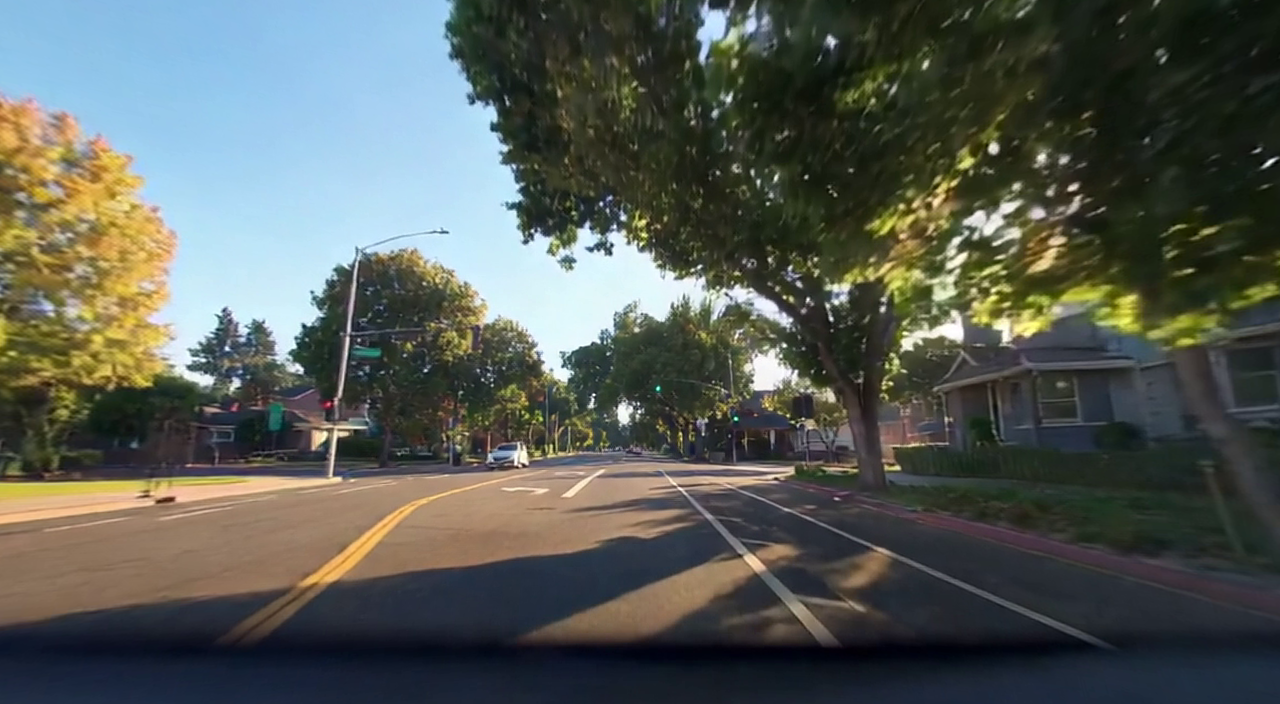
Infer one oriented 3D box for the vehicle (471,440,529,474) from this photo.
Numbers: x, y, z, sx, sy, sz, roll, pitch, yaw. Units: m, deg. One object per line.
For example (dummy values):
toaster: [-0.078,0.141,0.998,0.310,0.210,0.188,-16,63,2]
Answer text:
vehicle: [-7.561,5.695,34.485,2.091,1.727,4.413,0,-8,1]
